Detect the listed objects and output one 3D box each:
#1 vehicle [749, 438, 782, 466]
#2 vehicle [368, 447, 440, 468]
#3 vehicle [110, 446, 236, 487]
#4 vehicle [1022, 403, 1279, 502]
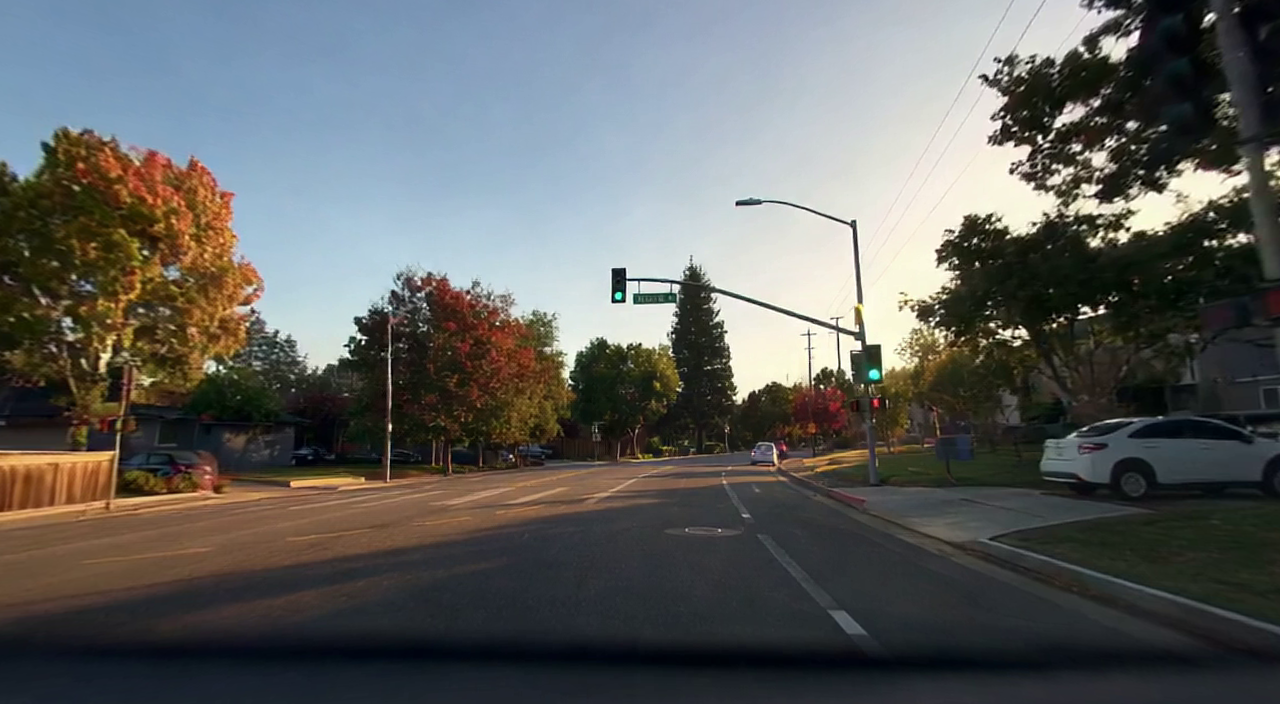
[{"bbox_3d":[8.361,6.607,41.833,1.989,1.782,4.351,-2,-9,13],"label":"vehicle"},{"bbox_3d":[-17.503,7.837,46.979,4.658,1.482,1.879,-2,-9,12],"label":"vehicle"},{"bbox_3d":[-19.824,4.837,26.897,4.028,1.610,1.881,-1,-9,8],"label":"vehicle"},{"bbox_3d":[10.491,1.939,12.263,4.833,1.742,1.946,0,-8,1],"label":"vehicle"}]
